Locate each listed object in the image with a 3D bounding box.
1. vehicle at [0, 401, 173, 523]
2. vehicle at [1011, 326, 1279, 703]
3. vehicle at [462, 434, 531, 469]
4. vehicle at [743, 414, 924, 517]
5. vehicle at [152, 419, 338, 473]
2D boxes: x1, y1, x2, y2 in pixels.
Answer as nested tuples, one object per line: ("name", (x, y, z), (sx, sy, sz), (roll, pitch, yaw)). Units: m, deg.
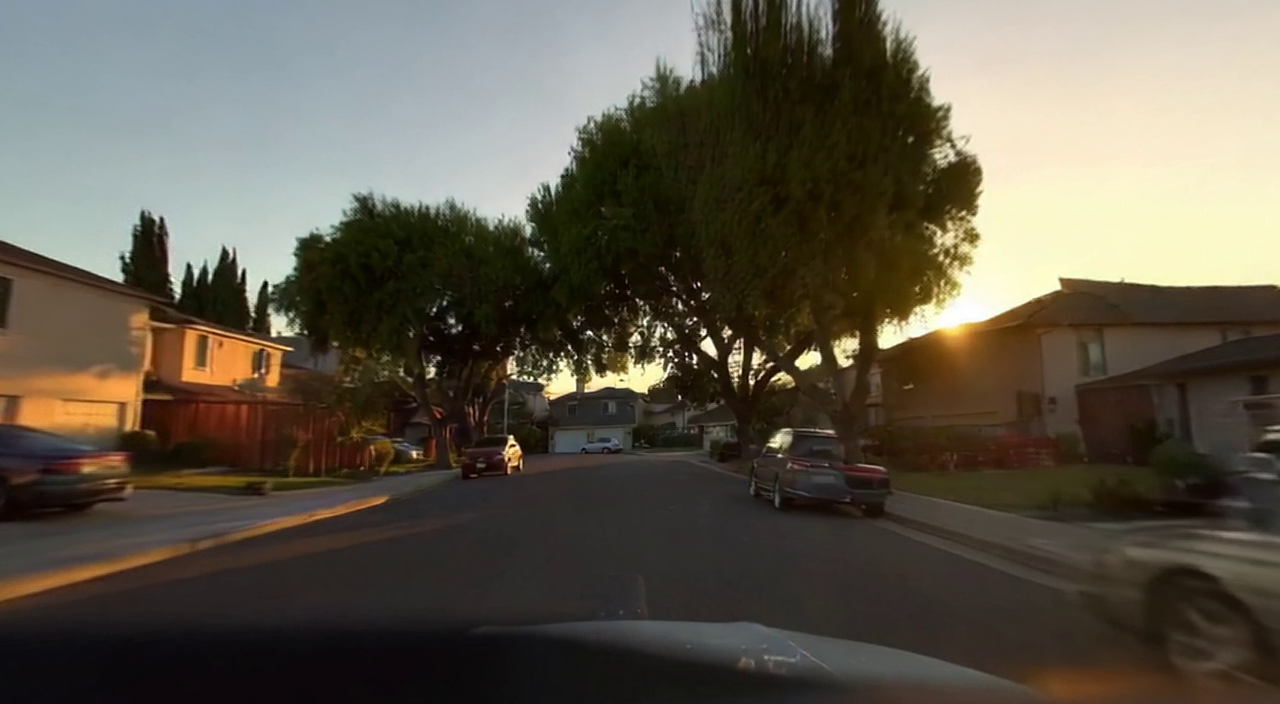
("vehicle", (-9.920, 1.565, 9.161), (4.672, 1.540, 2.079), (-1, -8, 2))
("vehicle", (3.924, 0.747, 2.323), (2.166, 1.842, 4.644), (0, -7, -2))
("vehicle", (-6.757, 4.593, 29.259), (2.236, 1.459, 4.832), (3, -9, -23))
("vehicle", (3.919, 2.398, 14.018), (2.235, 1.829, 5.194), (0, -8, -1))
("vehicle", (-11.780, 2.843, 19.082), (4.221, 1.508, 2.032), (0, -8, -1))
